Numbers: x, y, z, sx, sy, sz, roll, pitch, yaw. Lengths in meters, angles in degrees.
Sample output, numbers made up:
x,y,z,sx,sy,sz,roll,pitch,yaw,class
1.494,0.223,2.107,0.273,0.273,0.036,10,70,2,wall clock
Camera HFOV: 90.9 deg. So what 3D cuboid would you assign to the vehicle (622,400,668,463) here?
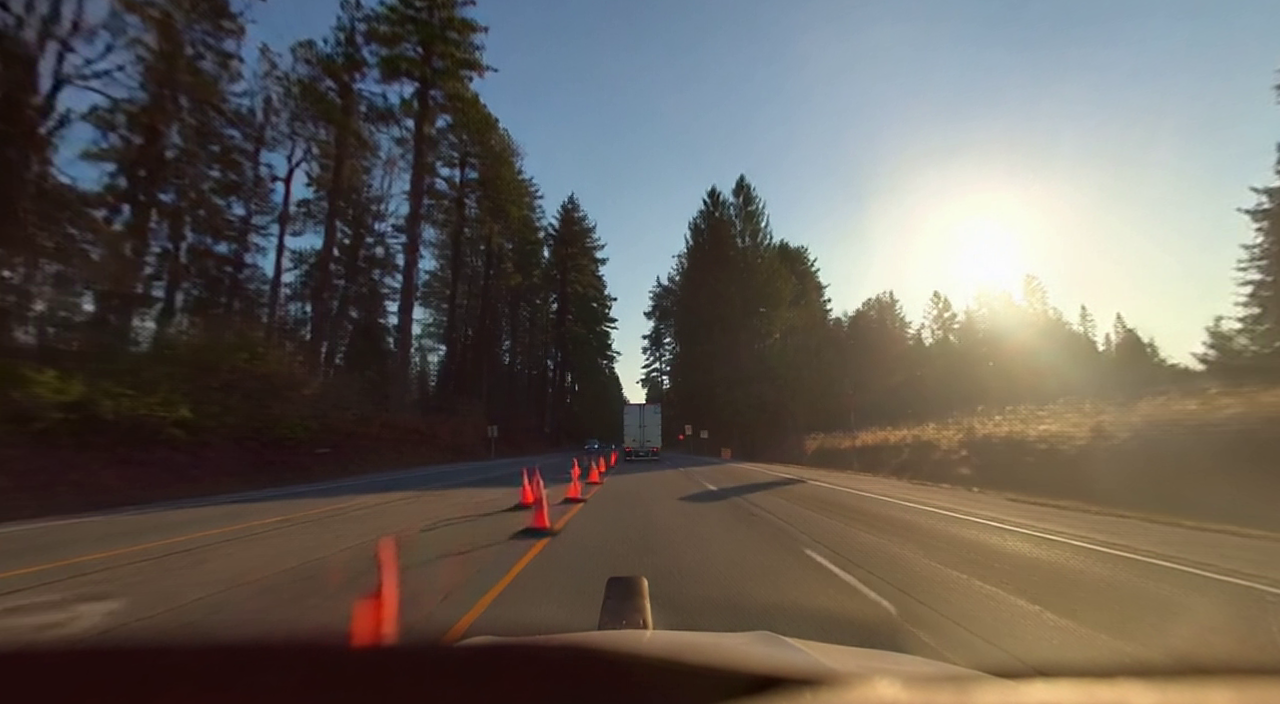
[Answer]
x,y,z,sx,sy,sz,roll,pitch,yaw,class
0.174,5.959,46.562,2.935,4.068,11.036,0,-8,-1,vehicle
